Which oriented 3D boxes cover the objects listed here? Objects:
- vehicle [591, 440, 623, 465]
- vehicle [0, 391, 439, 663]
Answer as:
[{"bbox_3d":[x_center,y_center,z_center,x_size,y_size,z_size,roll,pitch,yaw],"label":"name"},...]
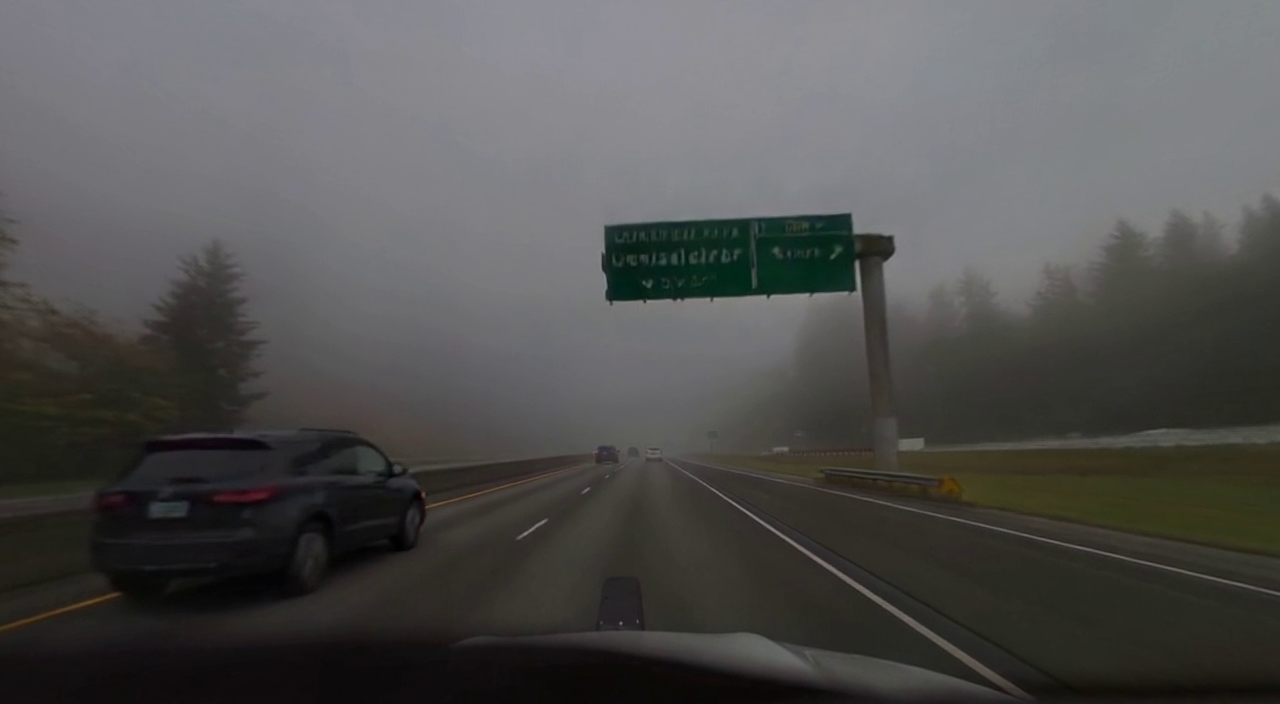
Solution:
[{"bbox_3d":[-2.545,7.866,49.315,2.143,1.853,4.123,0,-9,2],"label":"vehicle"},{"bbox_3d":[-3.680,1.380,6.038,2.037,1.638,4.274,0,-9,1],"label":"vehicle"}]
